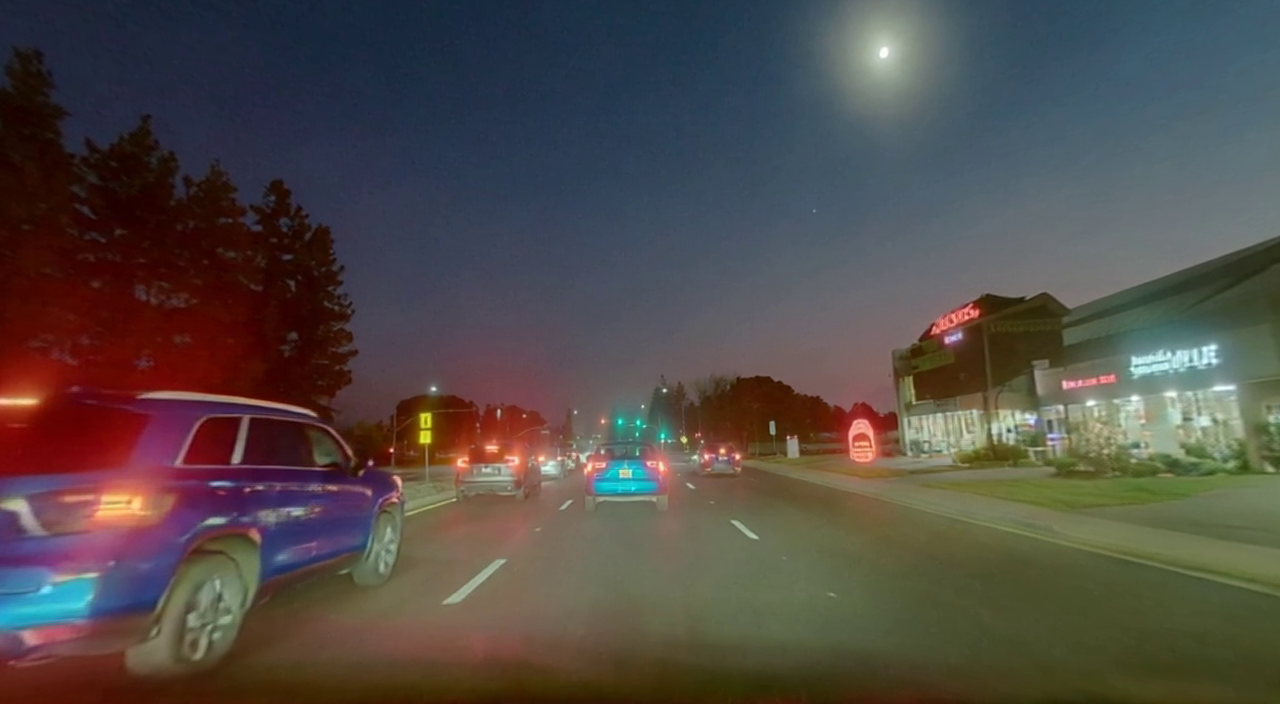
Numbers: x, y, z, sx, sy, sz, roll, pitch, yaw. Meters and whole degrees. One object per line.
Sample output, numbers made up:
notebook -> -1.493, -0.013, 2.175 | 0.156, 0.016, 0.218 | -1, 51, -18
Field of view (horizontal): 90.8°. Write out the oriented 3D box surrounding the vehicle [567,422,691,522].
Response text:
vehicle -> -0.210, 2.352, 12.887 | 2.112, 1.693, 4.058 | 0, -8, -1

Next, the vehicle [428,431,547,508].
vehicle -> -3.662, 2.909, 16.066 | 1.948, 1.668, 4.279 | 0, -8, 0

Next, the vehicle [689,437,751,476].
vehicle -> 3.686, 4.906, 30.003 | 2.188, 1.685, 4.604 | 0, -8, -2

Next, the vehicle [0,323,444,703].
vehicle -> -3.554, 1.172, 5.264 | 2.304, 1.928, 4.833 | 0, -8, 0
